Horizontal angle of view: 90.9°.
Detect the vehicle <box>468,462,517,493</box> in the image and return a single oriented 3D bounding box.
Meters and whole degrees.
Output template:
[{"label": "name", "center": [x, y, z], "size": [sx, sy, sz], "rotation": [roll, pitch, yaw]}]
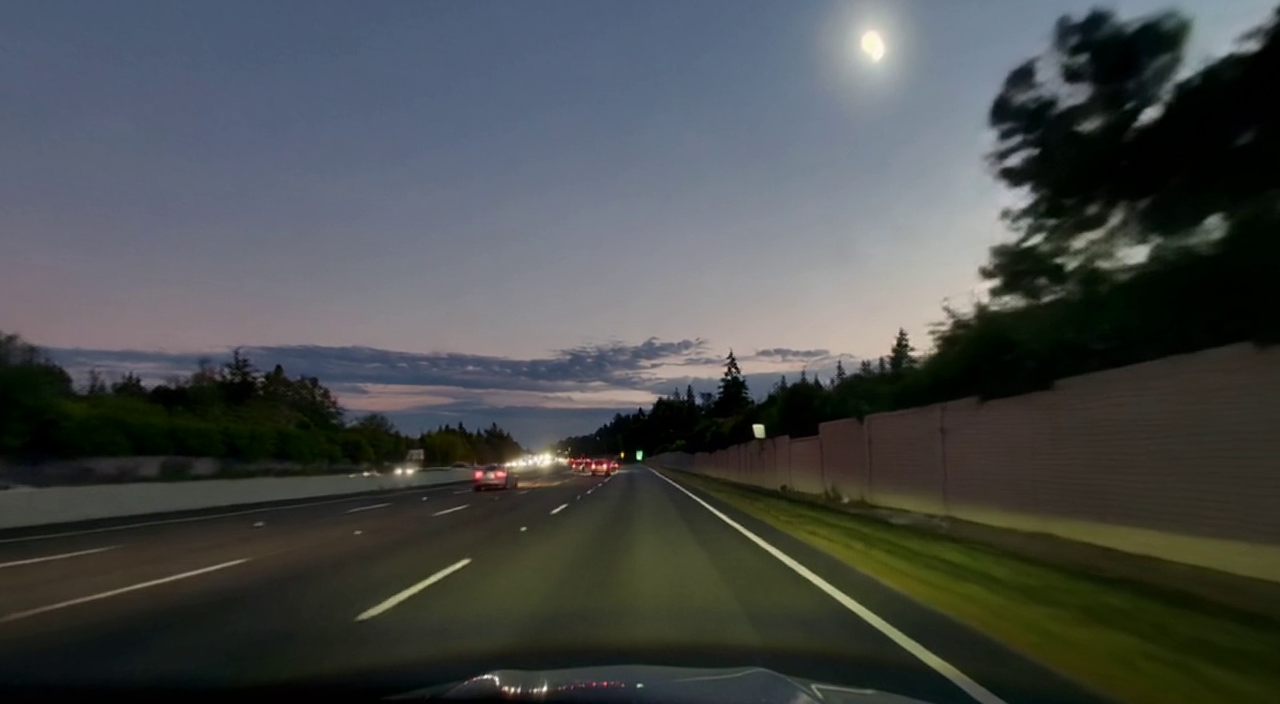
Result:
[{"label": "vehicle", "center": [-7.794, 6.680, 33.659], "size": [1.742, 1.494, 3.795], "rotation": [-1, -10, -1]}]
